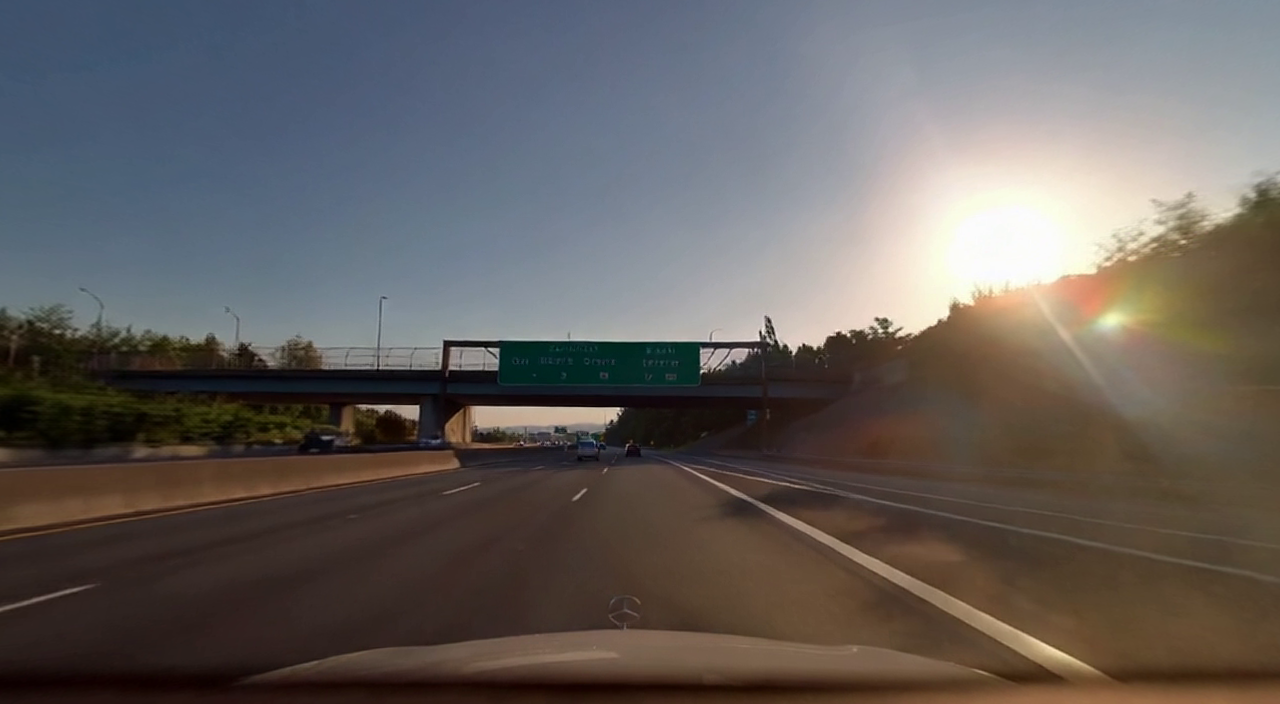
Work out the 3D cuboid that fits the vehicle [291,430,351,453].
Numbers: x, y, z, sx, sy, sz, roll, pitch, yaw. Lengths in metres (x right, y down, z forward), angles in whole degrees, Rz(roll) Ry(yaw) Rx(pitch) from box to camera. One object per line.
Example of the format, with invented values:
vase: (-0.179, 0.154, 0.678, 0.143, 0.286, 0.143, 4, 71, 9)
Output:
vehicle: (-22.132, 6.235, 43.883, 2.084, 1.475, 4.031, 0, -8, -1)
